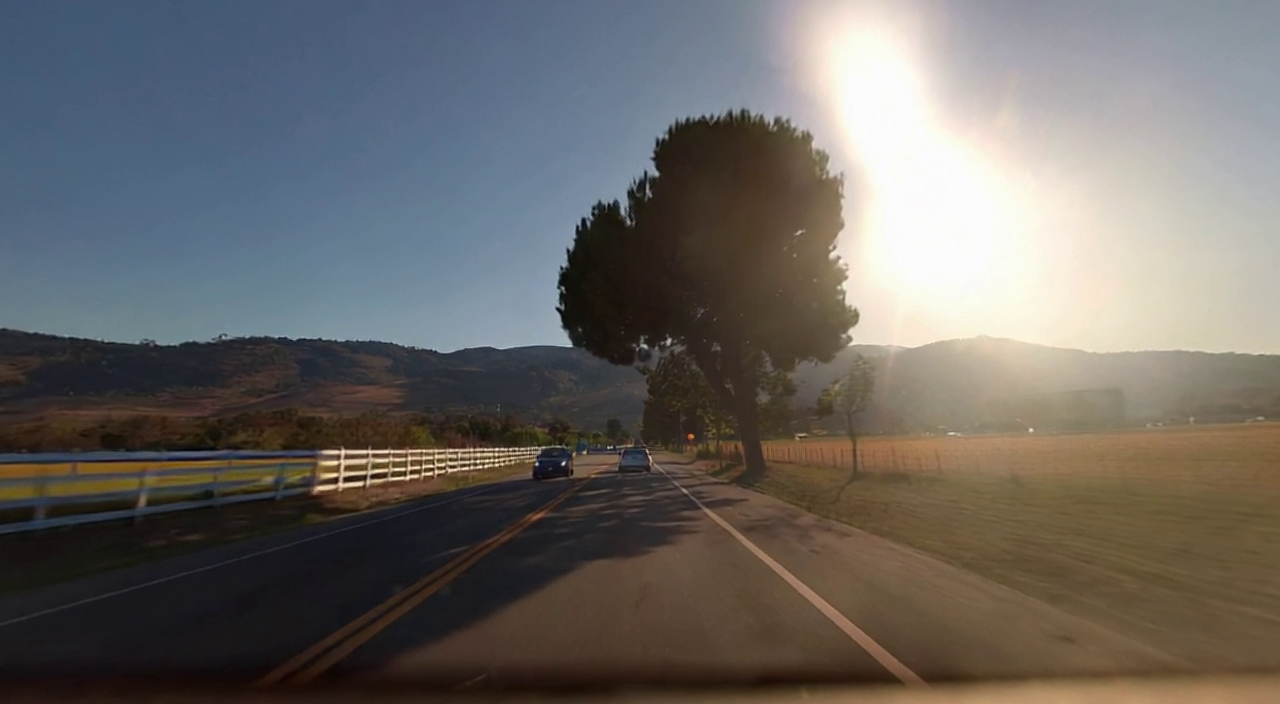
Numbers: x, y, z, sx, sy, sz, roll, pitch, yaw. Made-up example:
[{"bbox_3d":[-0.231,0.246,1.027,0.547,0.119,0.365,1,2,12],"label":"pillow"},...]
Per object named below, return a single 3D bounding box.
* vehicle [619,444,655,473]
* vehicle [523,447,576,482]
[{"bbox_3d":[-0.225,6.684,39.855,2.158,1.669,4.006,0,-9,-1],"label":"vehicle"},{"bbox_3d":[-4.390,5.522,31.411,1.989,1.600,3.979,-1,-9,1],"label":"vehicle"}]
